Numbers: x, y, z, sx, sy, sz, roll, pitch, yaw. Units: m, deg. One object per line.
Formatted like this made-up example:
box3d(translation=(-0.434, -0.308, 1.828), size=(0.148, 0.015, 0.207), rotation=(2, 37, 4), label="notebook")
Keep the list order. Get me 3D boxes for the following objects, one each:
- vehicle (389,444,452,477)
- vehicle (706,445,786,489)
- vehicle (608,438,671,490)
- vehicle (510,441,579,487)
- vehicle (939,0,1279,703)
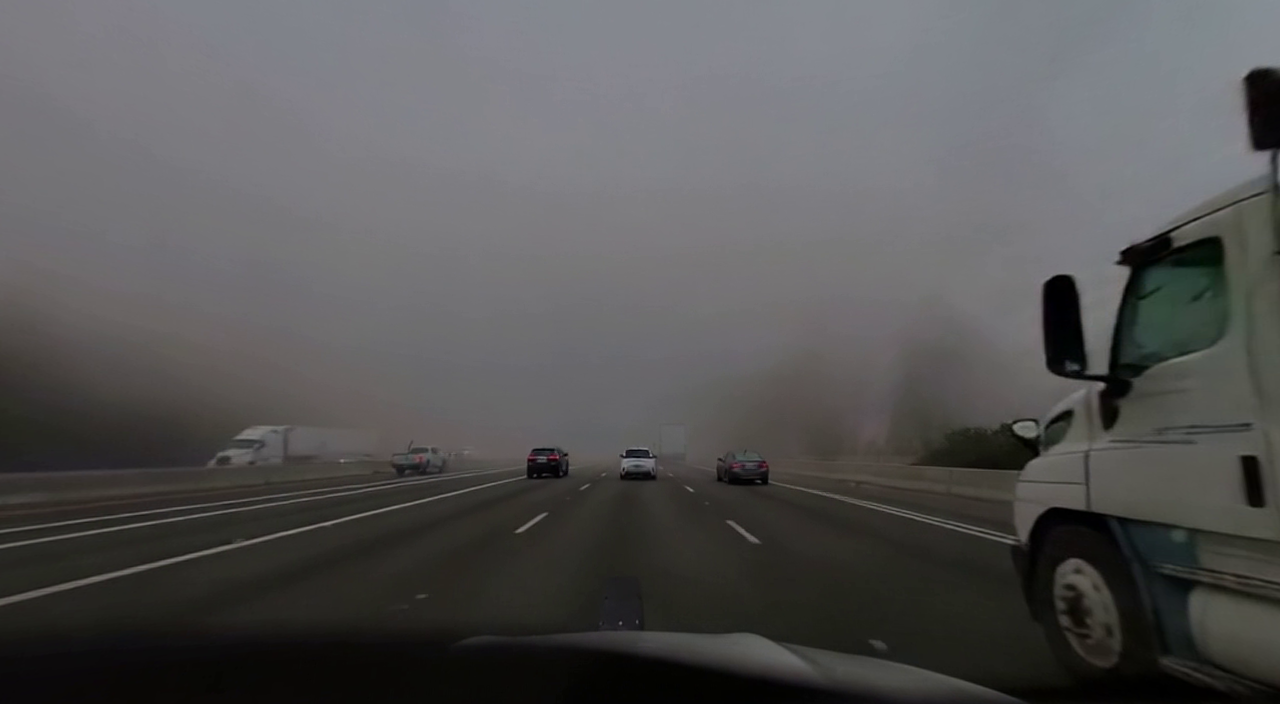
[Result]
box3d(translation=(-12.718, 6.288, 36.841), size=(1.946, 1.773, 4.446), rotation=(0, -9, 2), label="vehicle")
box3d(translation=(3.886, 4.309, 24.081), size=(2.146, 1.482, 4.665), rotation=(0, -9, -1), label="vehicle")
box3d(translation=(-0.001, 4.103, 23.403), size=(2.103, 1.717, 4.399), rotation=(0, -9, 0), label="vehicle")
box3d(translation=(-3.765, 4.520, 25.838), size=(1.988, 1.696, 4.754), rotation=(0, -9, 1), label="vehicle")
box3d(translation=(3.766, -0.325, 0.177), size=(2.836, 3.508, 8.723), rotation=(0, -9, -1), label="vehicle")
